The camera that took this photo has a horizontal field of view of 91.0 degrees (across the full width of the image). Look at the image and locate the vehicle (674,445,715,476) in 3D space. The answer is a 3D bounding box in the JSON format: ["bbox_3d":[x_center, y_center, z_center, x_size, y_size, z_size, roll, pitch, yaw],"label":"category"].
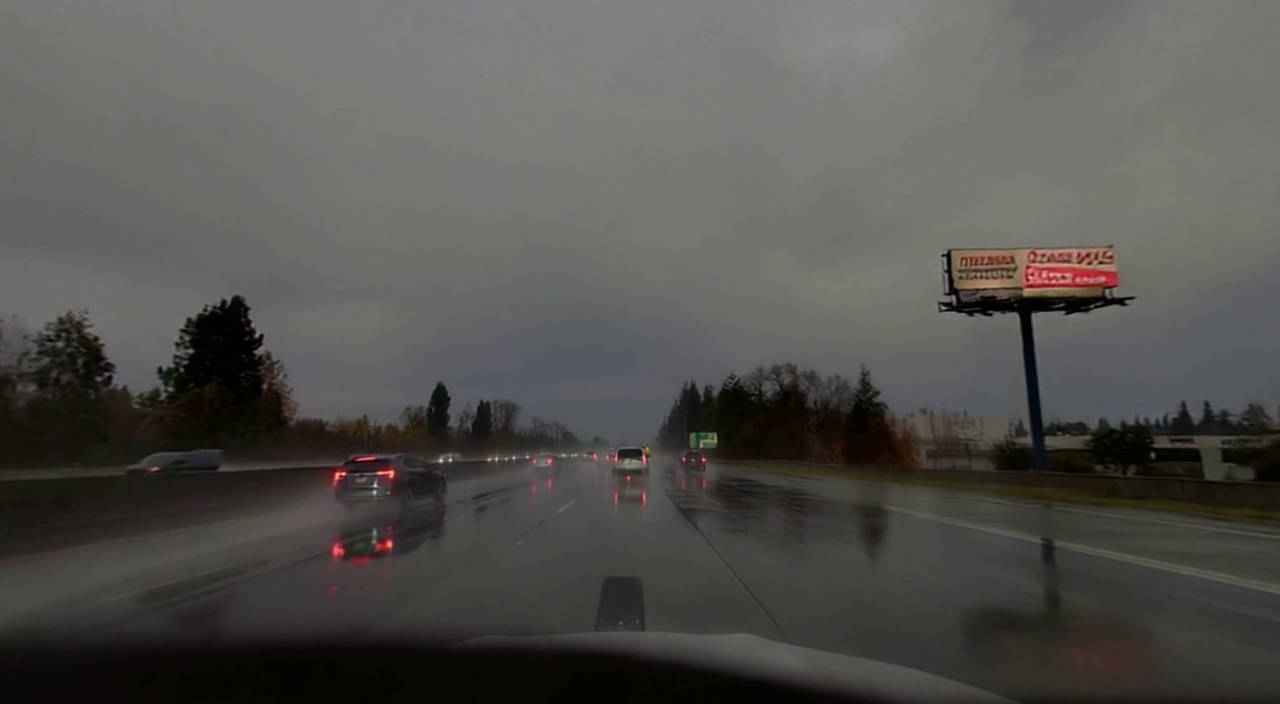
[{"bbox_3d":[3.210,6.464,37.769,1.925,1.716,4.378,0,-9,-2],"label":"vehicle"}]

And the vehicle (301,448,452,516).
[{"bbox_3d":[-6.655,3.300,16.592,1.918,1.509,4.736,0,-9,0],"label":"vehicle"}]

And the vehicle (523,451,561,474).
[{"bbox_3d":[-6.750,7.635,43.795,1.892,1.468,4.792,0,-9,0],"label":"vehicle"}]

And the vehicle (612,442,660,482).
[{"bbox_3d":[-0.198,5.242,30.403,2.127,1.749,4.776,0,-9,0],"label":"vehicle"}]

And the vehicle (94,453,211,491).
[{"bbox_3d":[-22.567,5.552,29.417,2.001,1.575,4.266,0,-9,0],"label":"vehicle"}]
